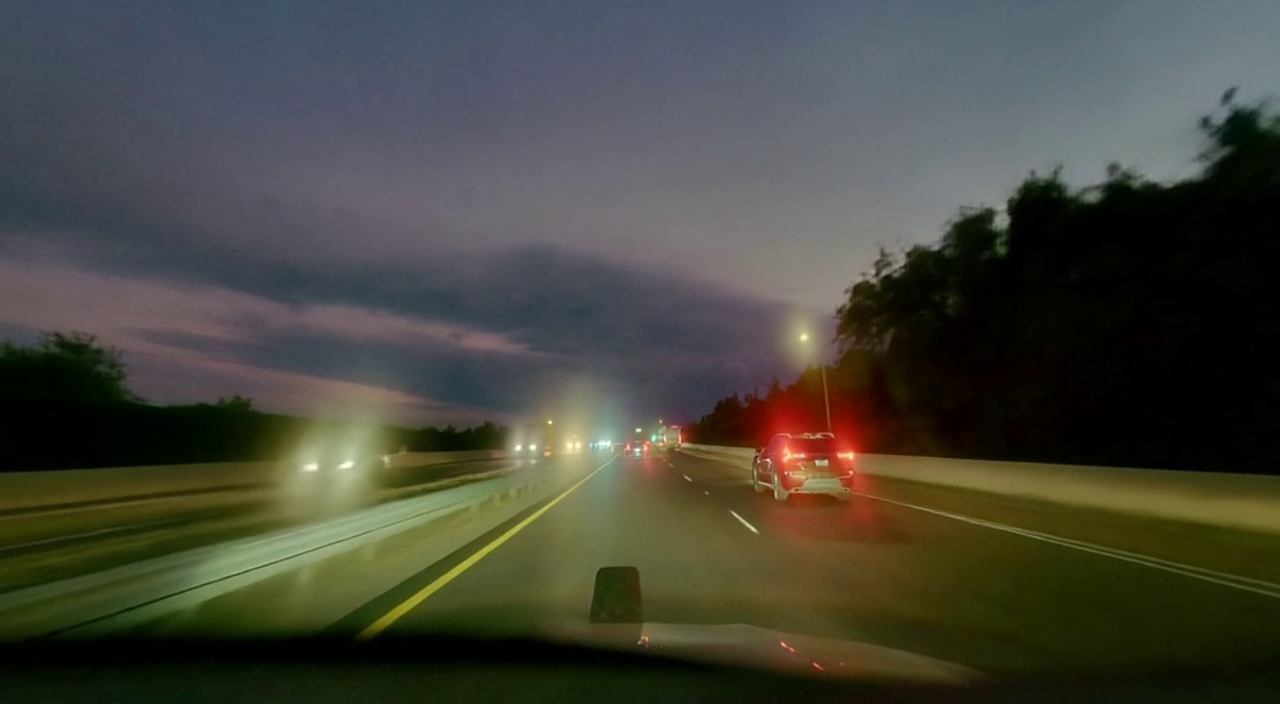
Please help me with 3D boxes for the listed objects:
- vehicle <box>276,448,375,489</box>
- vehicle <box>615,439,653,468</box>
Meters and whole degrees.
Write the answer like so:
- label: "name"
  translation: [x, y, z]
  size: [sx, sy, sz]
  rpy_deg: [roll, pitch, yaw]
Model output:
- label: "vehicle"
  translation: [-12.914, 4.771, 26.131]
  size: [1.971, 1.494, 4.109]
  rpy_deg: [-1, -8, 0]
- label: "vehicle"
  translation: [-0.329, 5.658, 35.288]
  size: [2.004, 1.472, 4.075]
  rpy_deg: [0, -8, 0]
